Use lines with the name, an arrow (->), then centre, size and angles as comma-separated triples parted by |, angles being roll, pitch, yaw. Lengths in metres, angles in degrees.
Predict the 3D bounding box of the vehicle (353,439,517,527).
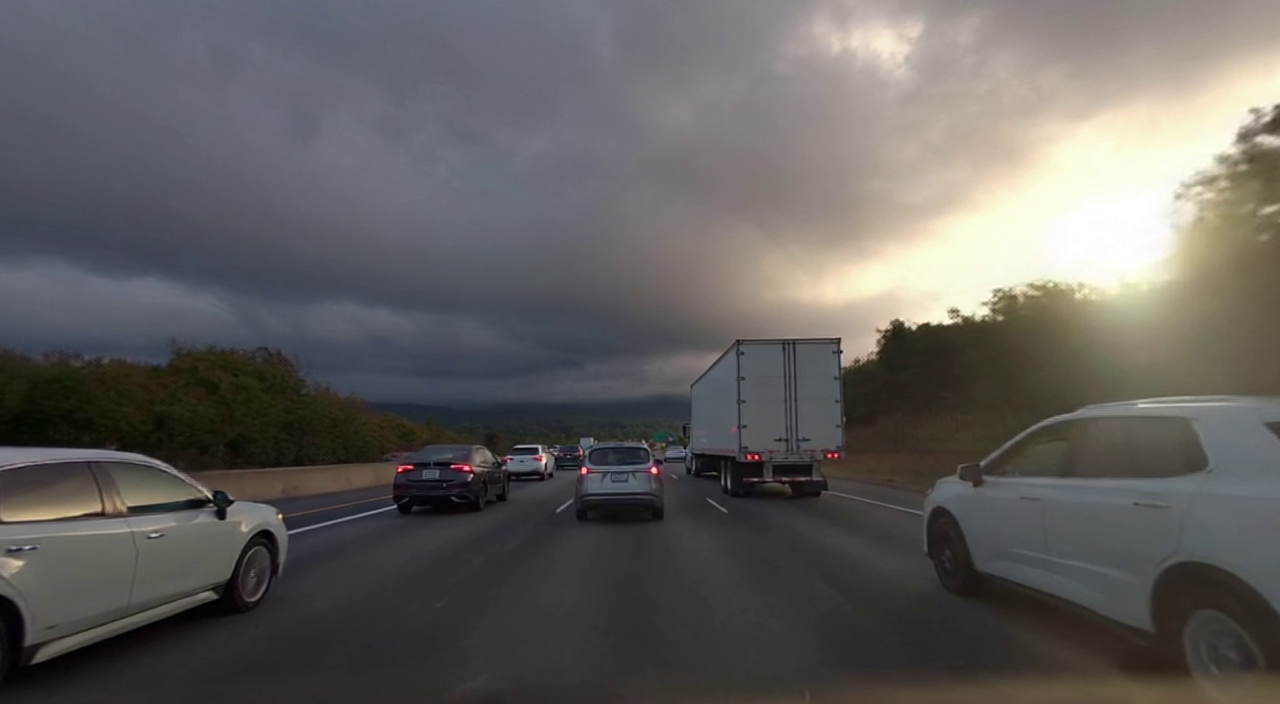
vehicle -> -3.984, 2.612, 13.131 | 1.923, 1.503, 4.293 | 0, -9, 1

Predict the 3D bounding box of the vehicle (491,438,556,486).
vehicle -> -4.729, 4.513, 26.114 | 1.959, 1.808, 3.790 | 0, -9, 0

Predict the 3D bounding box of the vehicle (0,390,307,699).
vehicle -> -4.288, 1.184, 4.369 | 1.789, 1.620, 3.841 | 0, -9, 1

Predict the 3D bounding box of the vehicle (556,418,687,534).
vehicle -> -0.303, 2.272, 12.026 | 2.037, 1.792, 4.194 | 0, -9, 0

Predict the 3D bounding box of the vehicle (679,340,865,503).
vehicle -> 3.807, 2.931, 23.718 | 3.186, 4.111, 15.553 | 0, -9, -2

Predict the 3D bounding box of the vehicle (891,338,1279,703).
vehicle -> 3.638, 1.062, 4.065 | 2.076, 1.751, 4.666 | 0, -9, 0
